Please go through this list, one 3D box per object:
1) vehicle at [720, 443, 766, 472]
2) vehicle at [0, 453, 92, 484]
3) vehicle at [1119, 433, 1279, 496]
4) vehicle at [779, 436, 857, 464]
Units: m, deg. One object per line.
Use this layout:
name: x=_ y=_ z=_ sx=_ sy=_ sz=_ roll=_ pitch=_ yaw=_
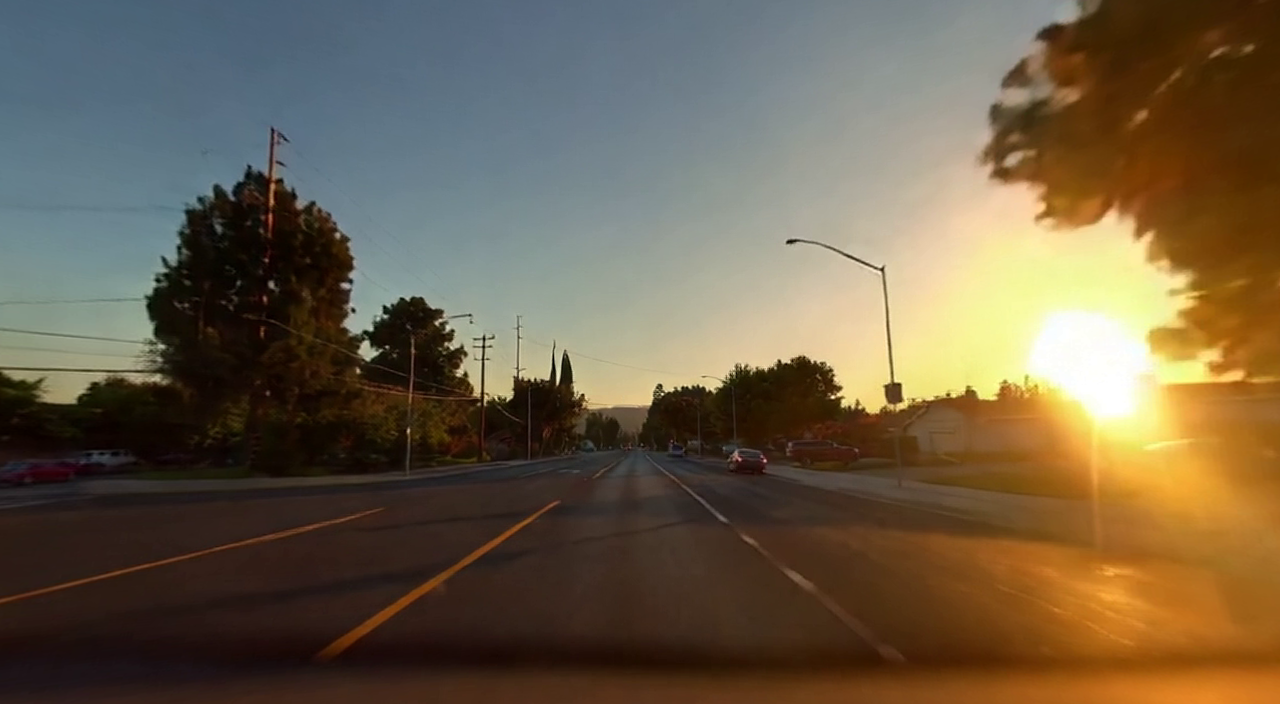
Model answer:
vehicle: x=6.573 y=6.774 z=40.742 sx=2.043 sy=1.747 sz=4.680 roll=0 pitch=-9 yaw=-2
vehicle: x=-31.996 y=6.141 z=33.476 sx=1.866 sy=1.469 sz=4.473 roll=-1 pitch=-9 yaw=0
vehicle: x=15.142 y=2.902 z=16.471 sx=3.709 sy=1.509 sz=1.873 roll=-1 pitch=-9 yaw=0
vehicle: x=12.850 y=7.111 z=45.951 sx=5.037 sy=1.925 sz=2.021 roll=-1 pitch=-9 yaw=3
